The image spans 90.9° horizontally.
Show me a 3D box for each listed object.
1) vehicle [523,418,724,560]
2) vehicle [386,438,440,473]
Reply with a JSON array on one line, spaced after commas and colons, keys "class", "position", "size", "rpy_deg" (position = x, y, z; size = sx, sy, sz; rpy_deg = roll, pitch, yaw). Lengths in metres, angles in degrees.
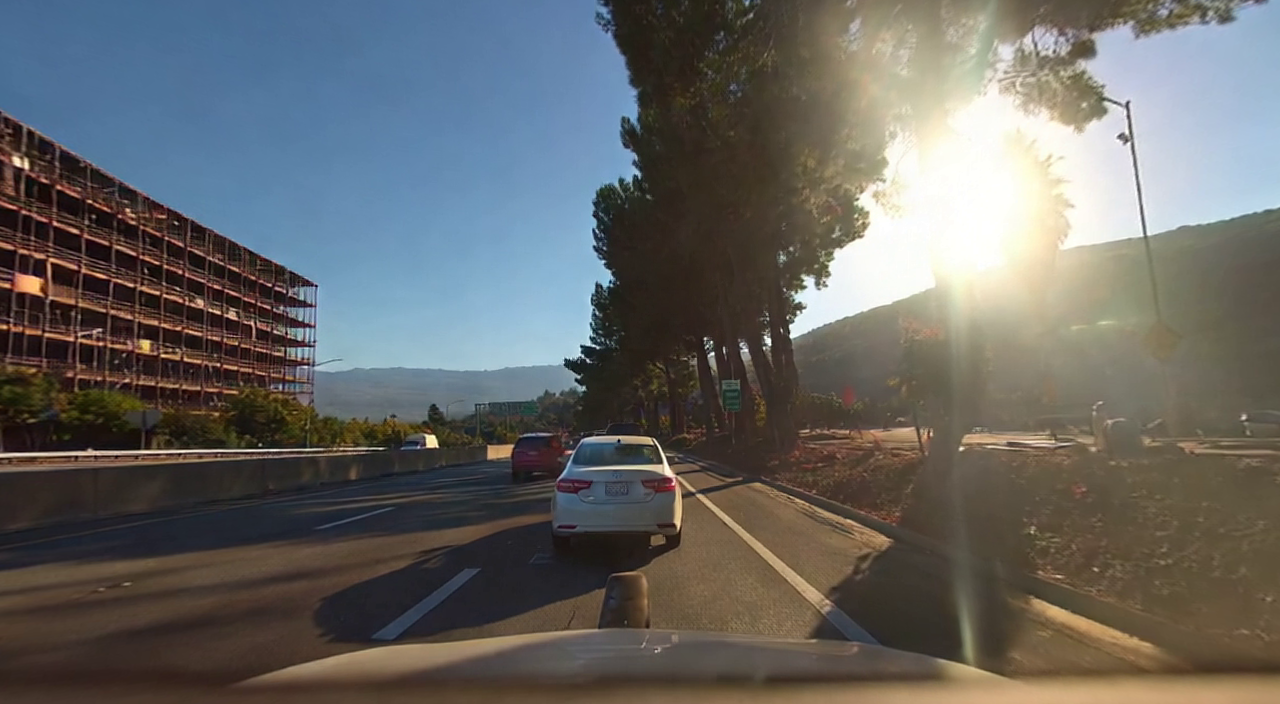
[{"class": "vehicle", "position": [-0.183, 1.750, 8.736], "size": [2.112, 1.482, 4.076], "rpy_deg": [0, -8, 0]}, {"class": "vehicle", "position": [-10.458, 4.690, 28.843], "size": [2.072, 1.465, 4.394], "rpy_deg": [3, -9, -22]}]
